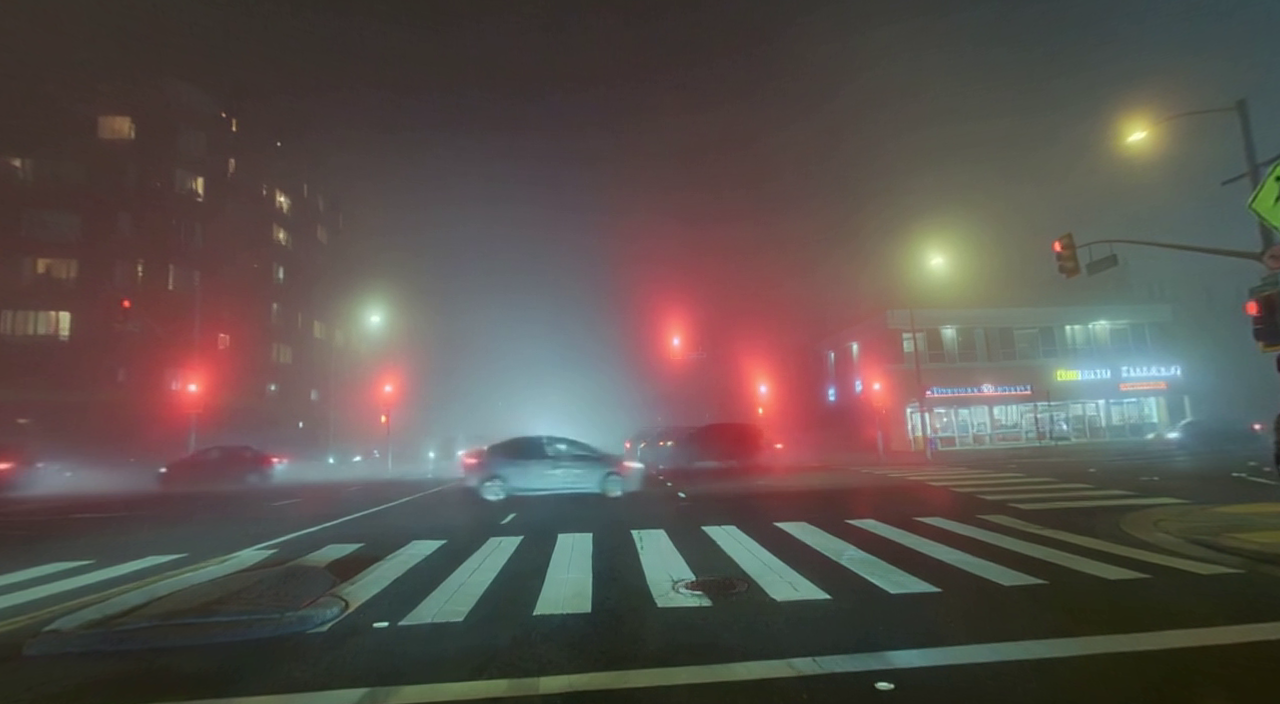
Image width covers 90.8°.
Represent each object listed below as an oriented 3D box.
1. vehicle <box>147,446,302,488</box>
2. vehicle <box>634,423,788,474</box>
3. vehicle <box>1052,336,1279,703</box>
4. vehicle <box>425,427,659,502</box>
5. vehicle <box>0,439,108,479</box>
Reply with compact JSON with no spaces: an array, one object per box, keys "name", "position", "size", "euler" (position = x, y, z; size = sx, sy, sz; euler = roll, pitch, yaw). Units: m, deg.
[{"name":"vehicle","position":[-15.397,4.250,23.644],"size":[4.461,1.443,1.715],"euler":[1,-9,-10]},{"name":"vehicle","position":[2.212,3.108,20.472],"size":[4.612,1.521,1.811],"euler":[1,-9,-9]},{"name":"vehicle","position":[3.000,0.609,0.867],"size":[1.866,1.654,4.354],"euler":[0,-8,-1]},{"name":"vehicle","position":[-2.093,2.440,13.991],"size":[4.758,1.480,1.849],"euler":[1,-8,-9]},{"name":"vehicle","position":[-31.542,5.608,33.546],"size":[2.205,1.903,5.877],"euler":[1,-9,-10]}]
